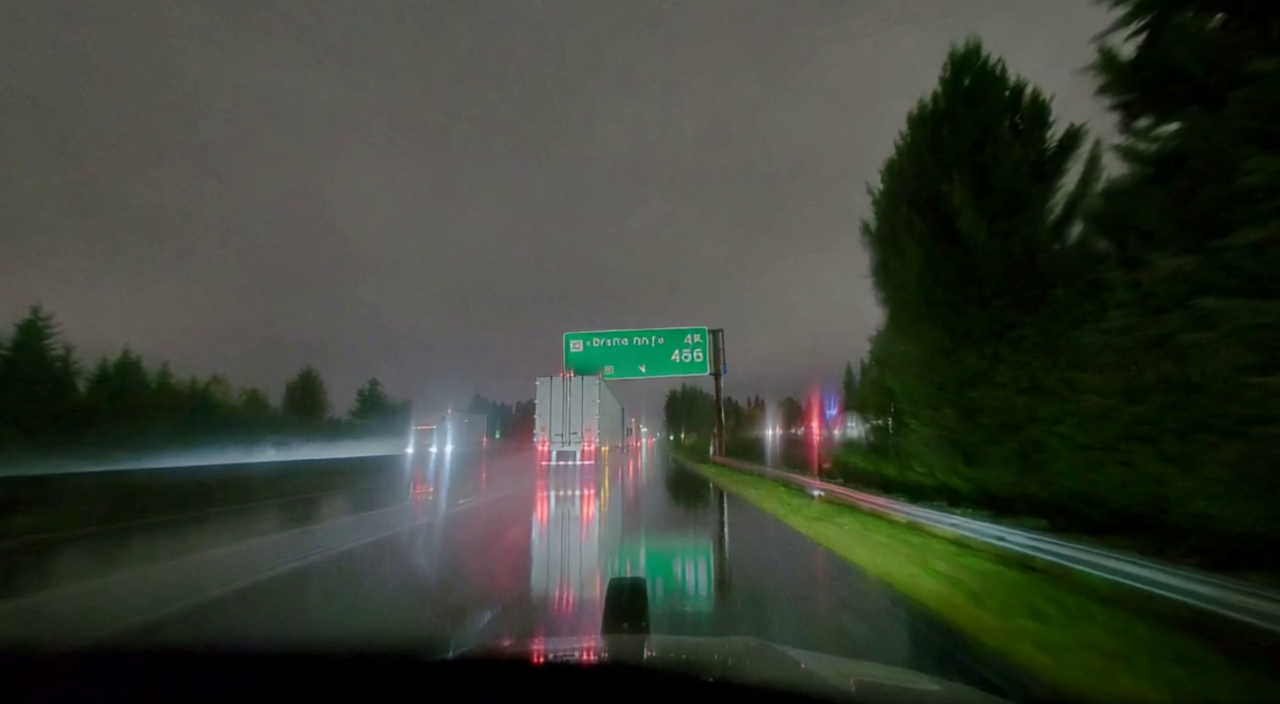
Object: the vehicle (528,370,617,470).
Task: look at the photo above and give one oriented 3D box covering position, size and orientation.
[{"bbox_3d":[-3.024,3.781,32.779,2.947,4.051,14.256,1,-8,0],"label":"vehicle"}]
